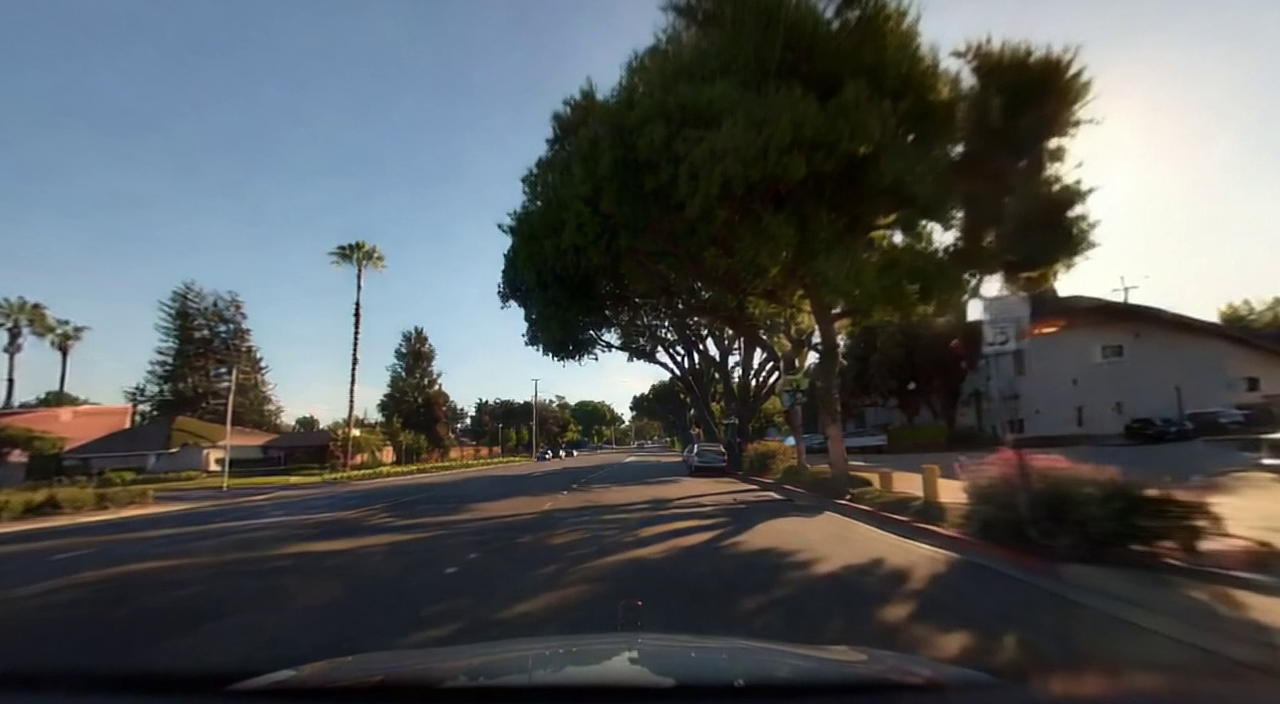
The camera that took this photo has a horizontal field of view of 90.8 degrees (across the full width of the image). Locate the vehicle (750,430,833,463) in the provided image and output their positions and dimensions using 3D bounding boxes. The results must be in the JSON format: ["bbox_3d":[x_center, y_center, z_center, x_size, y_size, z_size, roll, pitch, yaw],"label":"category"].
[{"bbox_3d":[10.868,6.838,45.712,5.369,1.860,2.163,-5,-9,3],"label":"vehicle"}]

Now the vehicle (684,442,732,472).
[{"bbox_3d":[3.621,5.695,34.536,2.080,1.503,4.821,0,-8,0],"label":"vehicle"}]

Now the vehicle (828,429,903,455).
[{"bbox_3d":[15.102,6.058,42.515,4.290,1.717,2.013,-1,-8,6],"label":"vehicle"}]
